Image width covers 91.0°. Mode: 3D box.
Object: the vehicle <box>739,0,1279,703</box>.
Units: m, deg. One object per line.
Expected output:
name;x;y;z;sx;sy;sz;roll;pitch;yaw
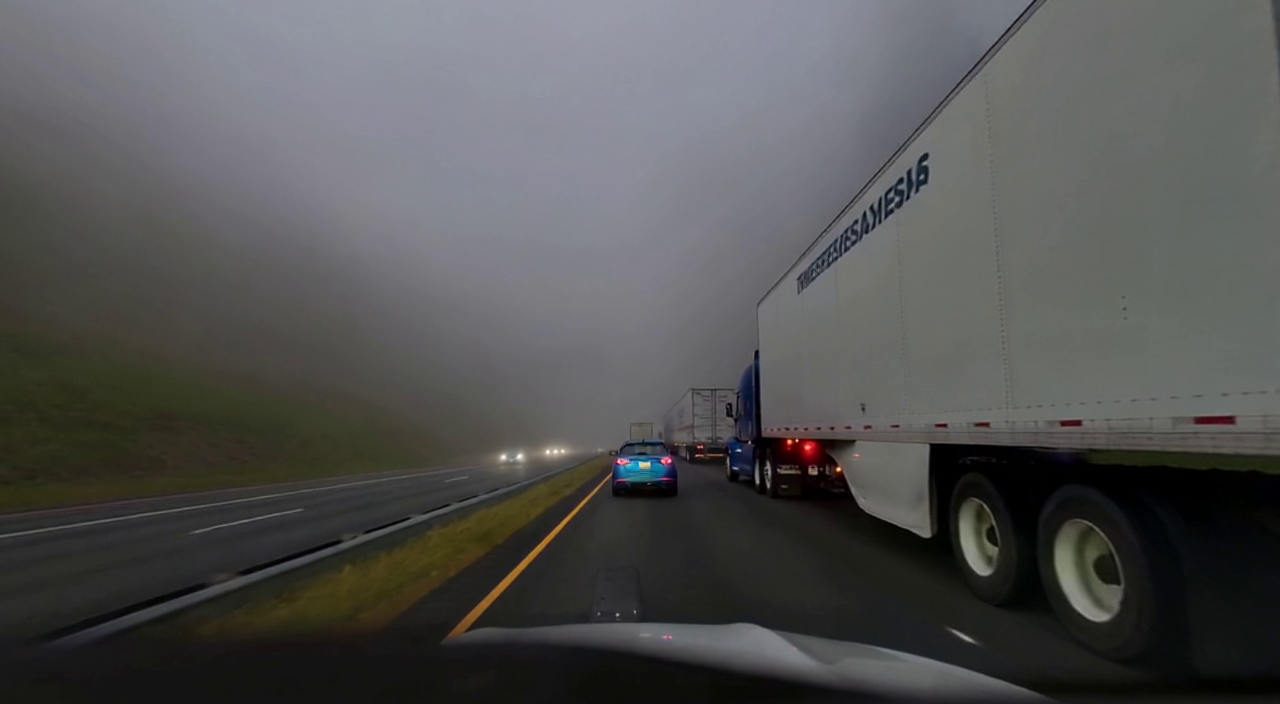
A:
vehicle;4.425;0.395;9.133;3.410;4.438;14.410;-1;-8;-1

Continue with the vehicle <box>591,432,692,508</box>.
vehicle;0.022;2.673;14.733;2.045;1.507;3.763;-1;-8;0
